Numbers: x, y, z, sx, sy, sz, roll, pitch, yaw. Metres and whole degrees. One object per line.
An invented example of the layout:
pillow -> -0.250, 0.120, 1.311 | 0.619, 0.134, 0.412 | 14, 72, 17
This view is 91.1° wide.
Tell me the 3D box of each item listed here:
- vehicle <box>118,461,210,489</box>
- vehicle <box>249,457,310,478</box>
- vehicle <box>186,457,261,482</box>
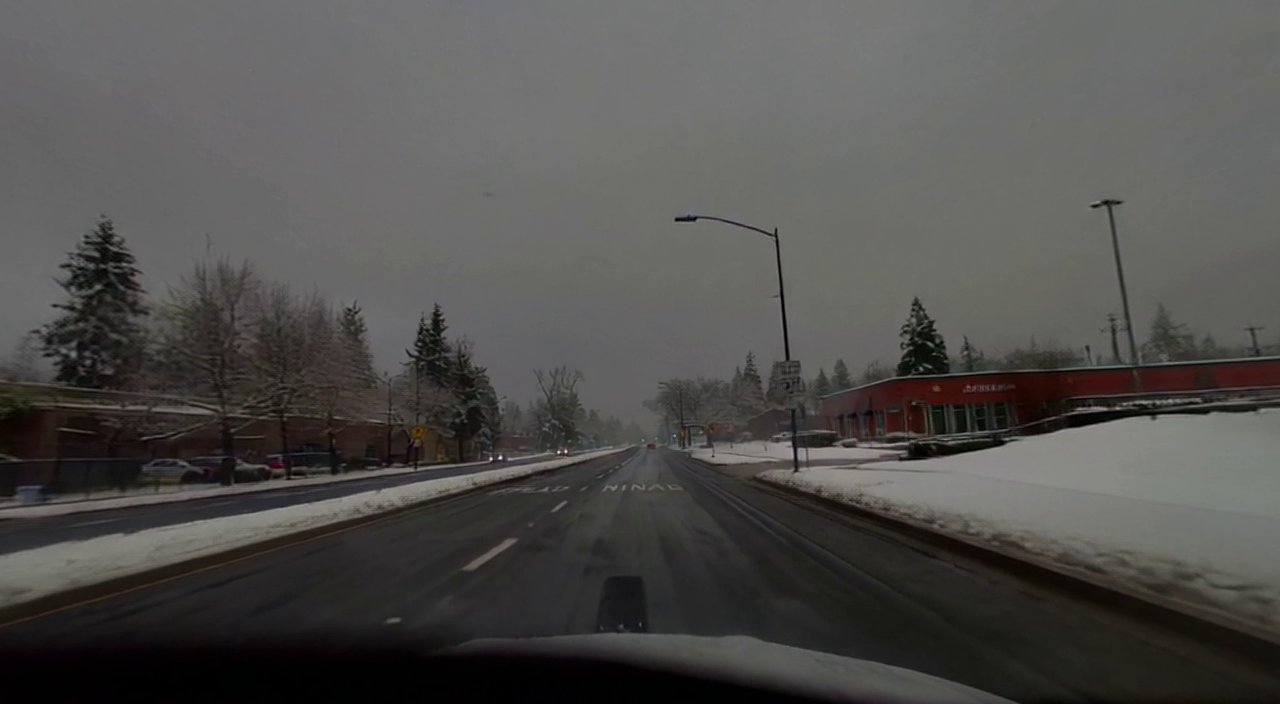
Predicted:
vehicle -> -27.658, 7.121, 36.553 | 3.797, 1.527, 1.830 | 0, -9, 0
vehicle -> -27.510, 8.825, 47.939 | 3.592, 1.501, 1.697 | 0, -9, 2
vehicle -> -28.169, 7.943, 42.539 | 3.664, 1.564, 2.023 | 0, -9, 1
